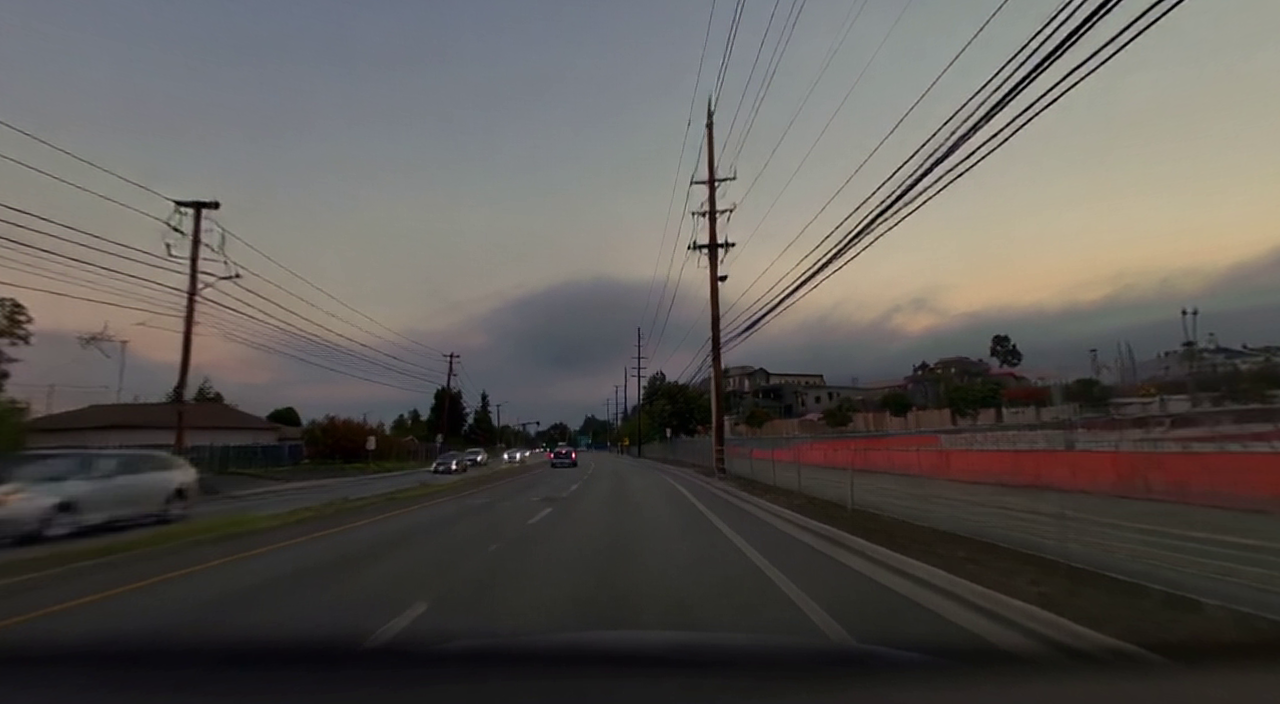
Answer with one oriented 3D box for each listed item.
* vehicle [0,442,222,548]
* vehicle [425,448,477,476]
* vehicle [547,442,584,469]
[{"bbox_3d":[-10.525,2.619,12.258,1.954,1.690,4.080,1,-9,-1],"label":"vehicle"},{"bbox_3d":[-11.120,6.459,37.315,1.911,1.508,4.448,1,-9,-3],"label":"vehicle"},{"bbox_3d":[-4.583,6.440,39.327,1.992,1.515,4.289,1,-9,-3],"label":"vehicle"}]
